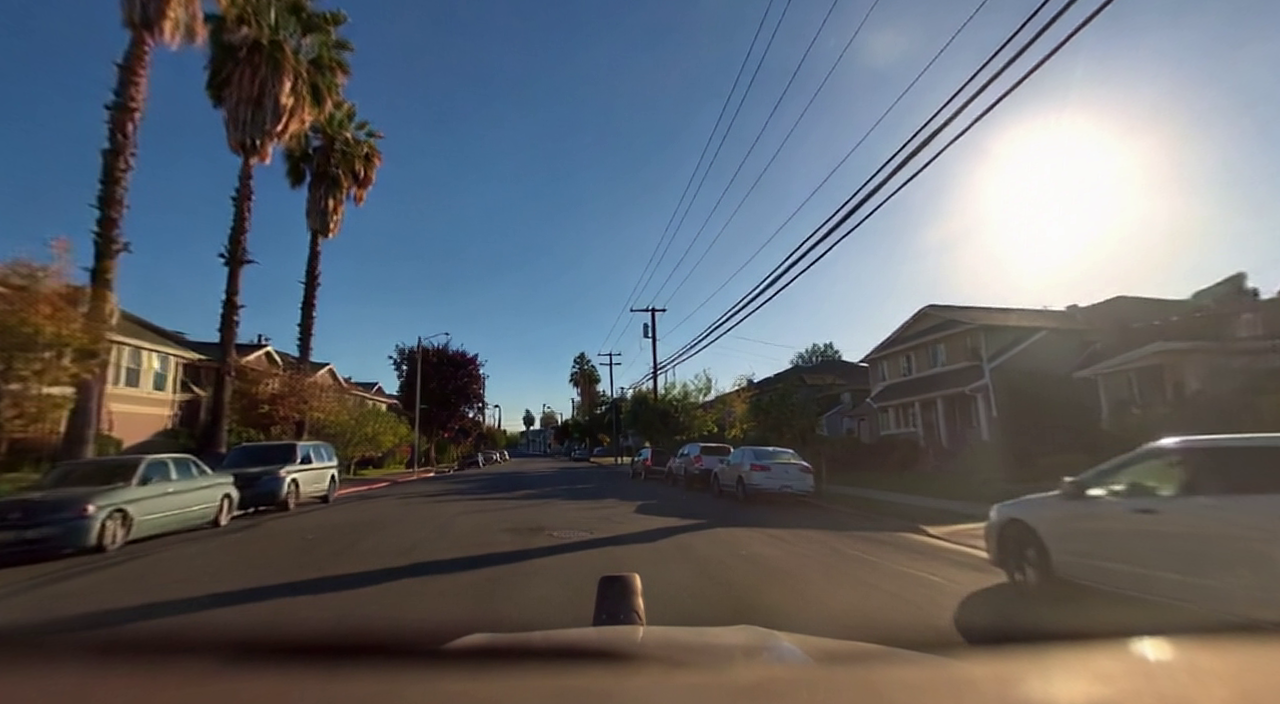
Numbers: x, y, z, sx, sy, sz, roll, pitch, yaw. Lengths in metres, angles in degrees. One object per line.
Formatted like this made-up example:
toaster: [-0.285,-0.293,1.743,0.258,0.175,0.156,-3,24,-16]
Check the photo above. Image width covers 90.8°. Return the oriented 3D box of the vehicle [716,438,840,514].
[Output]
vehicle: [3.373,3.143,16.455,1.894,1.675,4.294,1,-9,-5]

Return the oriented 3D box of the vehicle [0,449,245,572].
vehicle: [-8.164,2.273,9.880,1.801,1.477,4.239,2,-9,-10]

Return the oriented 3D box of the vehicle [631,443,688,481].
vehicle: [0.947,5.733,33.303,2.115,1.826,4.871,2,-9,-9]

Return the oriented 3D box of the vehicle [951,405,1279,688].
vehicle: [4.577,1.256,4.474,1.943,1.623,4.471,2,-9,-9]

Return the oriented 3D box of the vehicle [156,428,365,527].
vehicle: [-8.852,2.969,15.584,2.300,1.943,5.744,1,-9,-9]

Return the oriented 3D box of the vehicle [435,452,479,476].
vehicle: [-12.183,7.464,42.346,2.013,1.483,4.645,1,-9,-6]
